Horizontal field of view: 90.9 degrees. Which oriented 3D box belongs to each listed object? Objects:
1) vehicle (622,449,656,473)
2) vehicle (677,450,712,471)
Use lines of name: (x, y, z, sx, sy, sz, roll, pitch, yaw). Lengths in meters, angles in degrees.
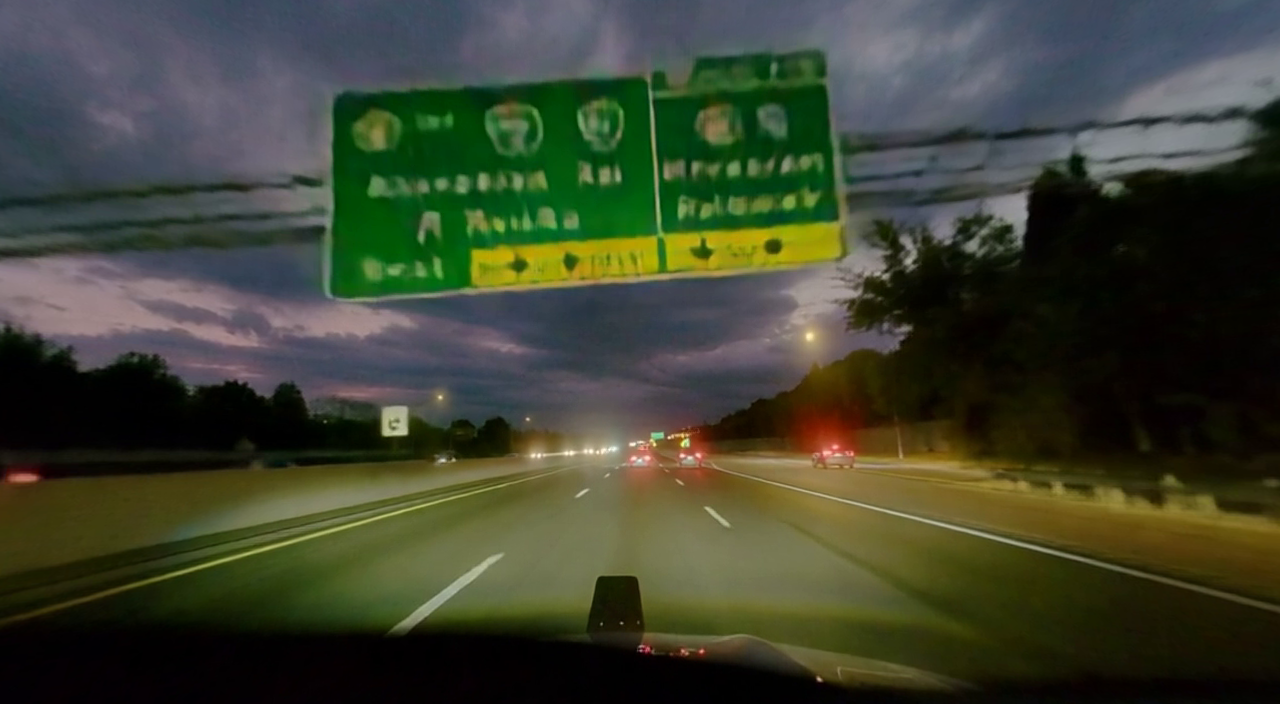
vehicle: (-0.093, 6.855, 39.796, 2.065, 1.400, 4.028, 0, -9, -1)
vehicle: (3.557, 7.177, 41.689, 1.883, 1.320, 3.386, 0, -9, -2)
